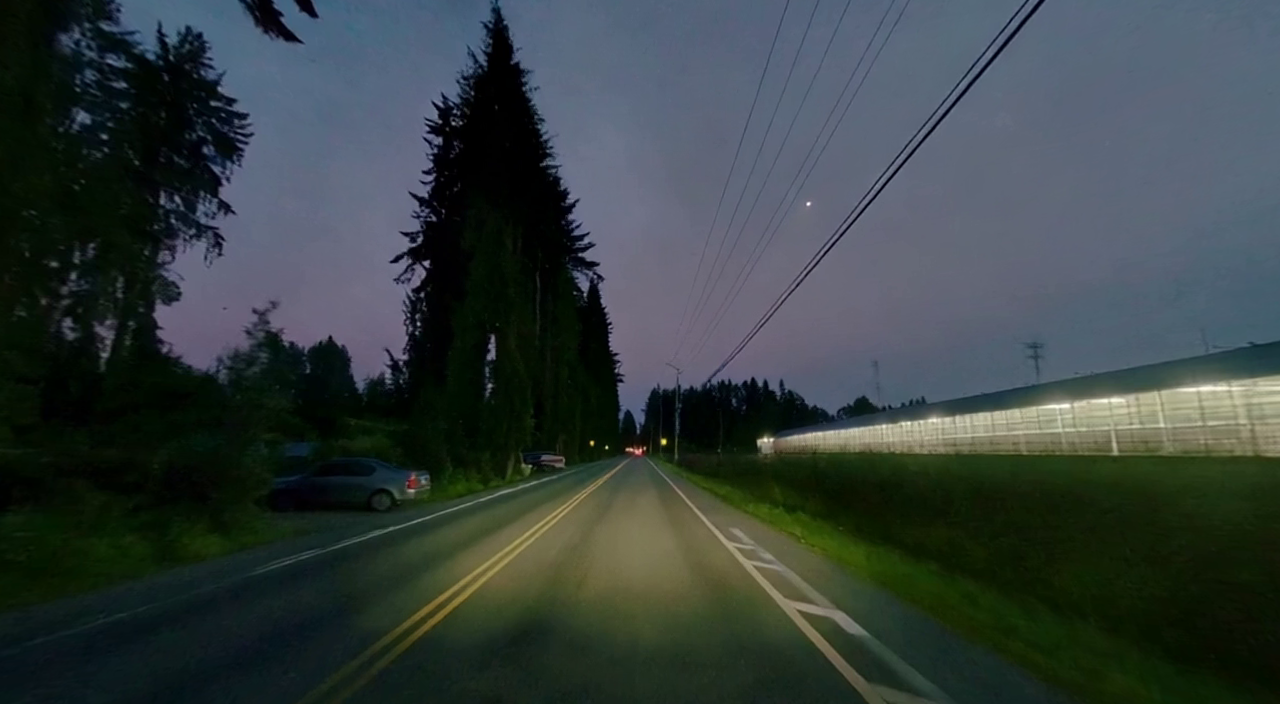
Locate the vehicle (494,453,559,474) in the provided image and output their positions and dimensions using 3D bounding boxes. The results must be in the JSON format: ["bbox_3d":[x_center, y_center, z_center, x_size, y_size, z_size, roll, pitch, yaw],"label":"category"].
[{"bbox_3d":[-8.493,8.359,47.521,4.525,1.499,1.934,0,-9,1],"label":"vehicle"}]

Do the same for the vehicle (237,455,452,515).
[{"bbox_3d":[-7.985,3.568,17.295,4.954,1.449,2.141,-2,-9,11],"label":"vehicle"}]
